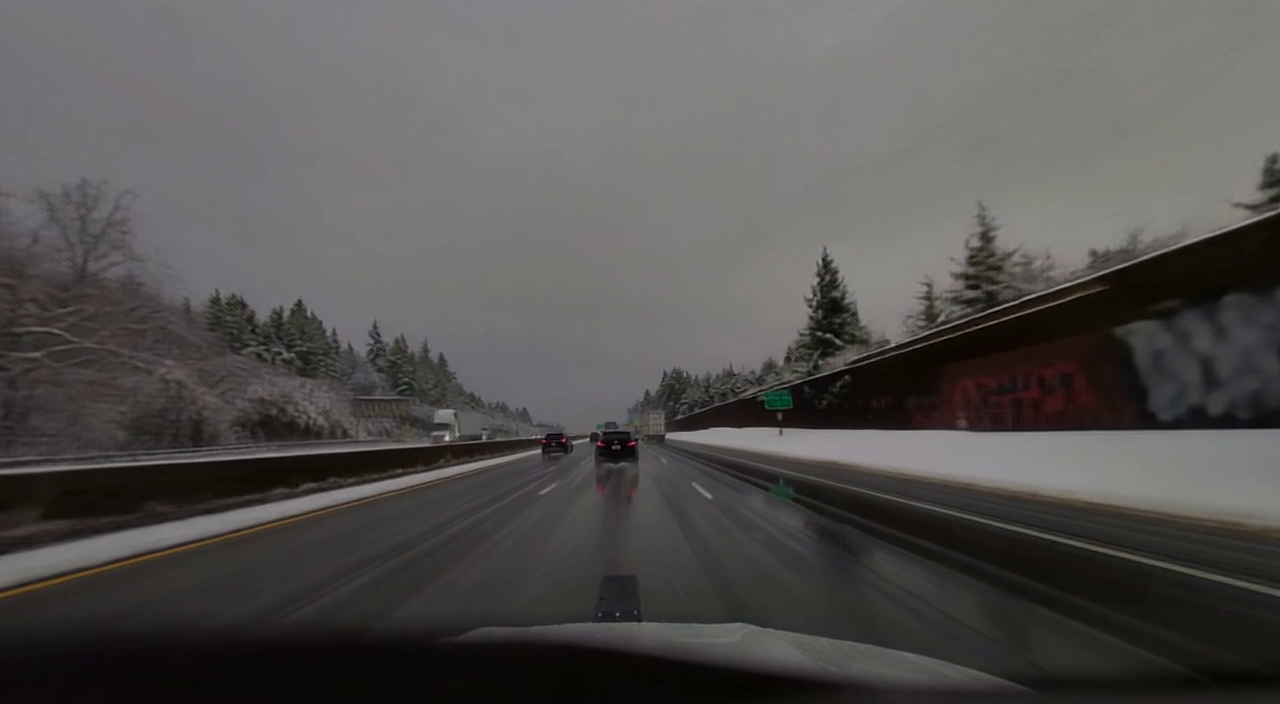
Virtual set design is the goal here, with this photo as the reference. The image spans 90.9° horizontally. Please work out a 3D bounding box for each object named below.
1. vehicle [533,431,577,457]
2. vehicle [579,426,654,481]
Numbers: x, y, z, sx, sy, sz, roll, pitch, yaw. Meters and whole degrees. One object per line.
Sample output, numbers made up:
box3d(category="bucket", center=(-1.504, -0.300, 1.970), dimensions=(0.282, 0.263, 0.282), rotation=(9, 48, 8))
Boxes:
box3d(category="vehicle", center=(-4.941, 5.448, 37.304), dimensions=(2.022, 1.440, 4.491), rotation=(0, -8, 0))
box3d(category="vehicle", center=(-0.685, 3.044, 19.149), dimensions=(2.044, 1.477, 3.693), rotation=(0, -8, -1))
